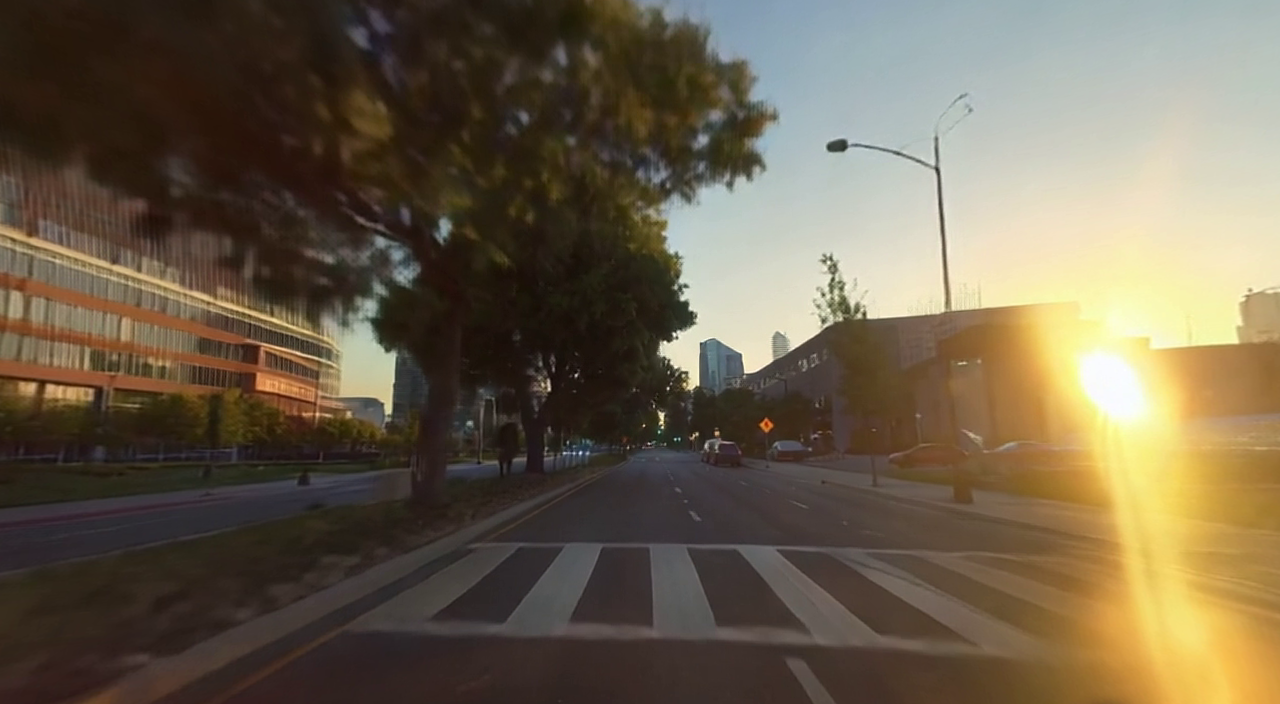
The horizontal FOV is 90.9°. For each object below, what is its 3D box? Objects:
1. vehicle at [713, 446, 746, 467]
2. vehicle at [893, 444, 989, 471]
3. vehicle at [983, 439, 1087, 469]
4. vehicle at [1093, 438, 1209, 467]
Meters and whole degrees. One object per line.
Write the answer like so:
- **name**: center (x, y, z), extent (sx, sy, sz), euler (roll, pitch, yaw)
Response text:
- **vehicle**: center (6.915, 8.098, 49.135), extent (1.948, 1.511, 4.623), euler (0, -9, 1)
- **vehicle**: center (16.323, 5.716, 34.304), extent (4.276, 1.397, 1.786), euler (0, -9, 1)
- **vehicle**: center (21.244, 5.462, 33.998), extent (4.333, 1.491, 1.744), euler (-1, -8, 1)
- **vehicle**: center (27.415, 5.392, 33.889), extent (4.560, 1.444, 1.929), euler (-1, -8, -1)
